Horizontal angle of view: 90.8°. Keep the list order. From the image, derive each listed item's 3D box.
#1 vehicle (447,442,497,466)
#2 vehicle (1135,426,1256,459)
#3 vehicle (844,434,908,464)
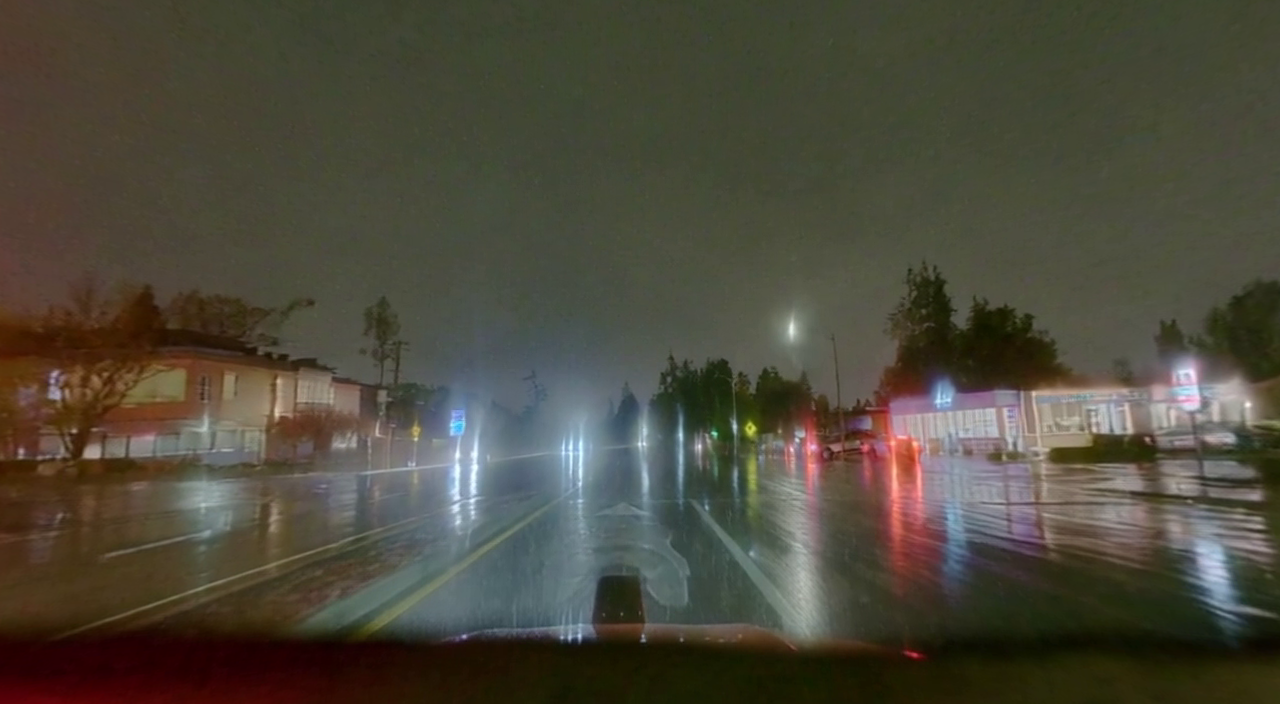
[{"bbox_3d":[-11.514,7.016,43.591,1.997,1.516,4.790,0,-8,1],"label":"vehicle"},{"bbox_3d":[26.677,4.390,30.593,1.836,1.497,4.419,0,-8,0],"label":"vehicle"},{"bbox_3d":[13.828,5.724,37.338,1.987,1.694,4.523,0,-9,-1],"label":"vehicle"}]
